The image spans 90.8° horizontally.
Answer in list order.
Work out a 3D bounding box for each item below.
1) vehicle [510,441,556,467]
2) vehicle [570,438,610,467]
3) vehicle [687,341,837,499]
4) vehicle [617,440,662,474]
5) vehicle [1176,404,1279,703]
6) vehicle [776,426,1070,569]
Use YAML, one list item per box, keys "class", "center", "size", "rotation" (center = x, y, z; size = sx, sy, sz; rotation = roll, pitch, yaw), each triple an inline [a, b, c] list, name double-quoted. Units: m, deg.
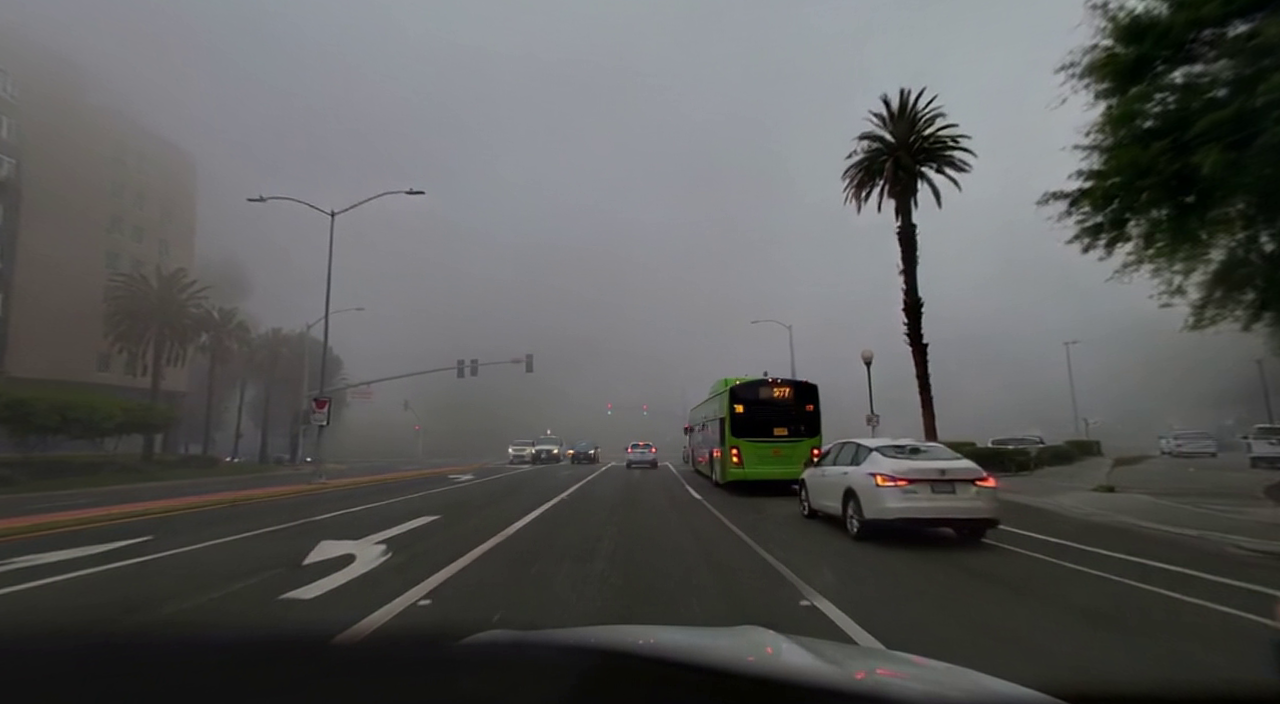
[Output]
- class: "vehicle"
  center: [-6.728, 6.467, 40.207]
  size: [1.927, 1.480, 4.832]
  rotation: [-1, -9, 2]
- class: "vehicle"
  center: [-3.125, 6.376, 40.324]
  size: [2.020, 1.721, 4.366]
  rotation: [0, -9, 2]
- class: "vehicle"
  center: [3.594, 2.719, 22.944]
  size: [2.970, 4.015, 13.606]
  rotation: [0, -9, 1]
- class: "vehicle"
  center: [0.008, 5.043, 30.446]
  size: [2.060, 1.499, 3.831]
  rotation: [0, -9, 1]
- class: "vehicle"
  center: [3.348, 0.640, 0.333]
  size: [2.063, 1.483, 4.620]
  rotation: [0, -9, 0]
- class: "vehicle"
  center: [3.613, 1.951, 9.409]
  size: [1.965, 1.519, 5.078]
  rotation: [0, -9, -1]
